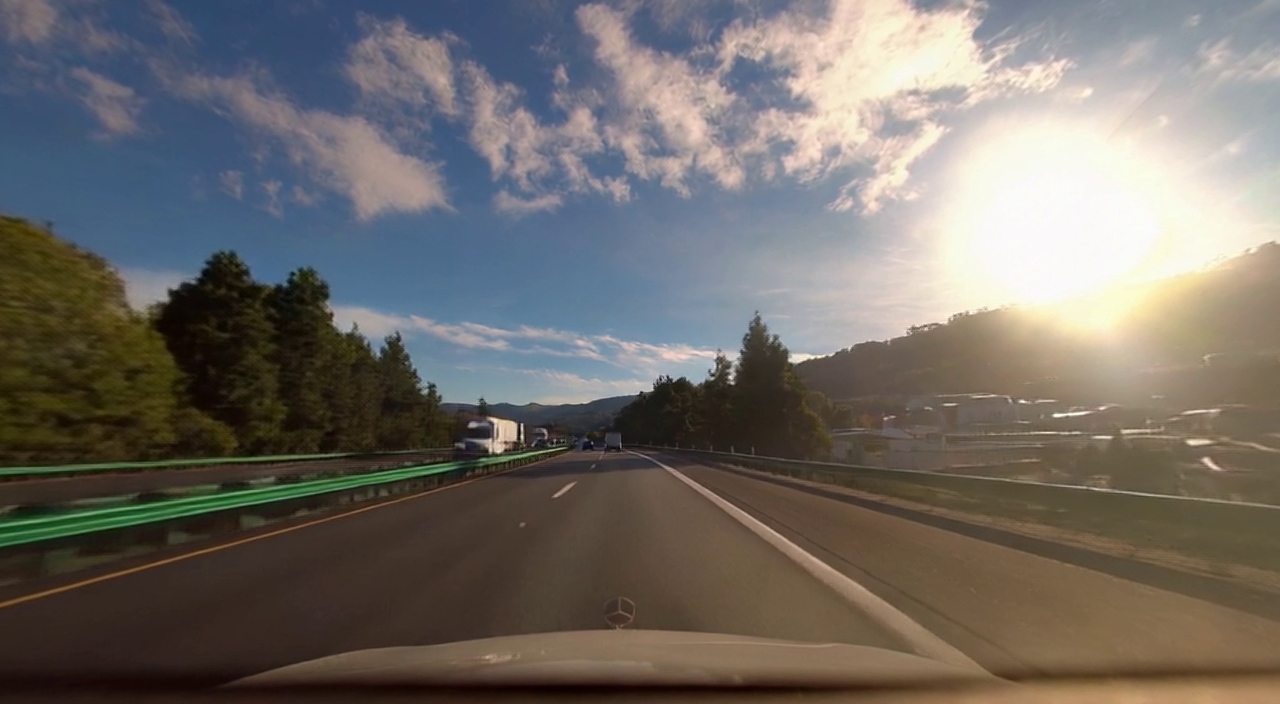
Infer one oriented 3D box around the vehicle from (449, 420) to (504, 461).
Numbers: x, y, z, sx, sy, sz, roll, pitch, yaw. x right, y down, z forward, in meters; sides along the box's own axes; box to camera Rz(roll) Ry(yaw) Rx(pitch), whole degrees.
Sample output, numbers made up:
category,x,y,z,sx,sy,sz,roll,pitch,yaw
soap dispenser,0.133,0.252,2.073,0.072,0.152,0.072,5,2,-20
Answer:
category,x,y,z,sx,sy,sz,roll,pitch,yaw
vehicle,-12.060,6.585,46.984,2.498,2.794,6.249,-1,-8,0
